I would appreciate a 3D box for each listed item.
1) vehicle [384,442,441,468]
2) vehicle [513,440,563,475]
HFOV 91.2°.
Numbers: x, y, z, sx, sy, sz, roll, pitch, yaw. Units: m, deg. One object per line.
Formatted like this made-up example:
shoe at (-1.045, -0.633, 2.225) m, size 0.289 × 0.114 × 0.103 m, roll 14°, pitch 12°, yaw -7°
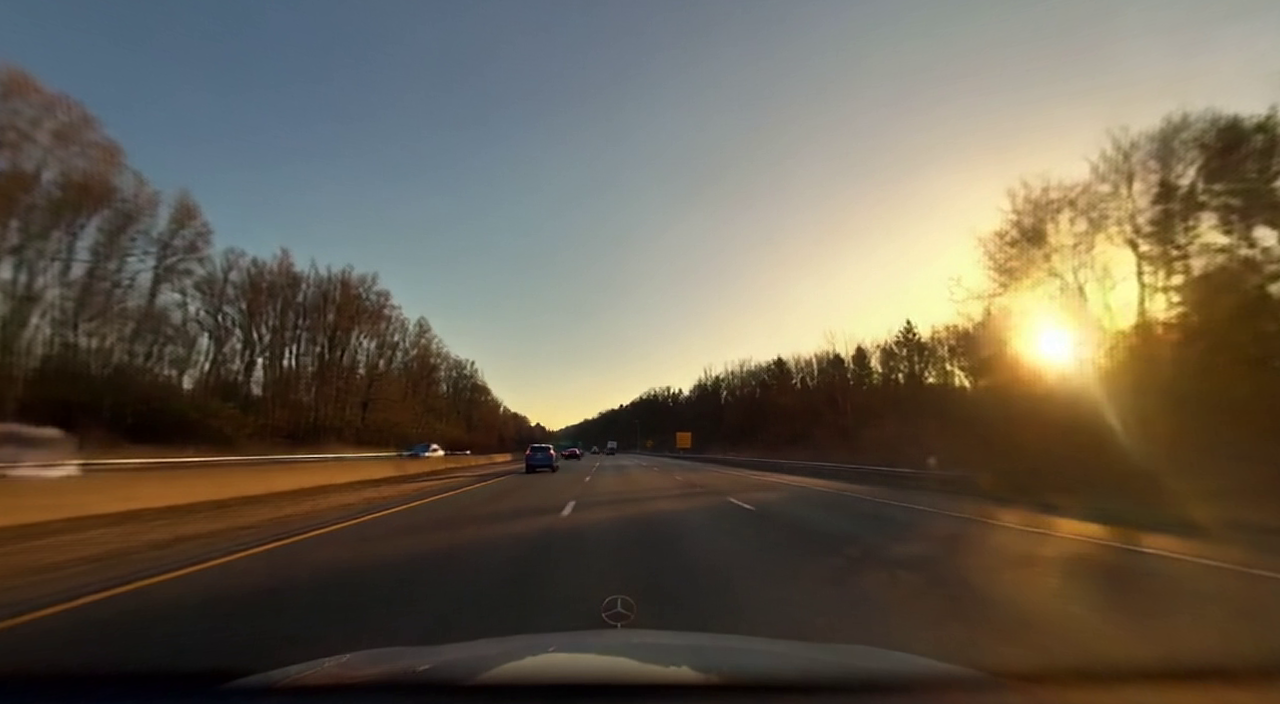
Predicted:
vehicle at (-14.530, 6.578, 40.349) m, size 2.122 × 1.535 × 4.780 m, roll 0°, pitch -9°, yaw -3°
vehicle at (-5.330, 5.574, 33.375) m, size 2.151 × 1.693 × 4.201 m, roll 0°, pitch -9°, yaw -3°
